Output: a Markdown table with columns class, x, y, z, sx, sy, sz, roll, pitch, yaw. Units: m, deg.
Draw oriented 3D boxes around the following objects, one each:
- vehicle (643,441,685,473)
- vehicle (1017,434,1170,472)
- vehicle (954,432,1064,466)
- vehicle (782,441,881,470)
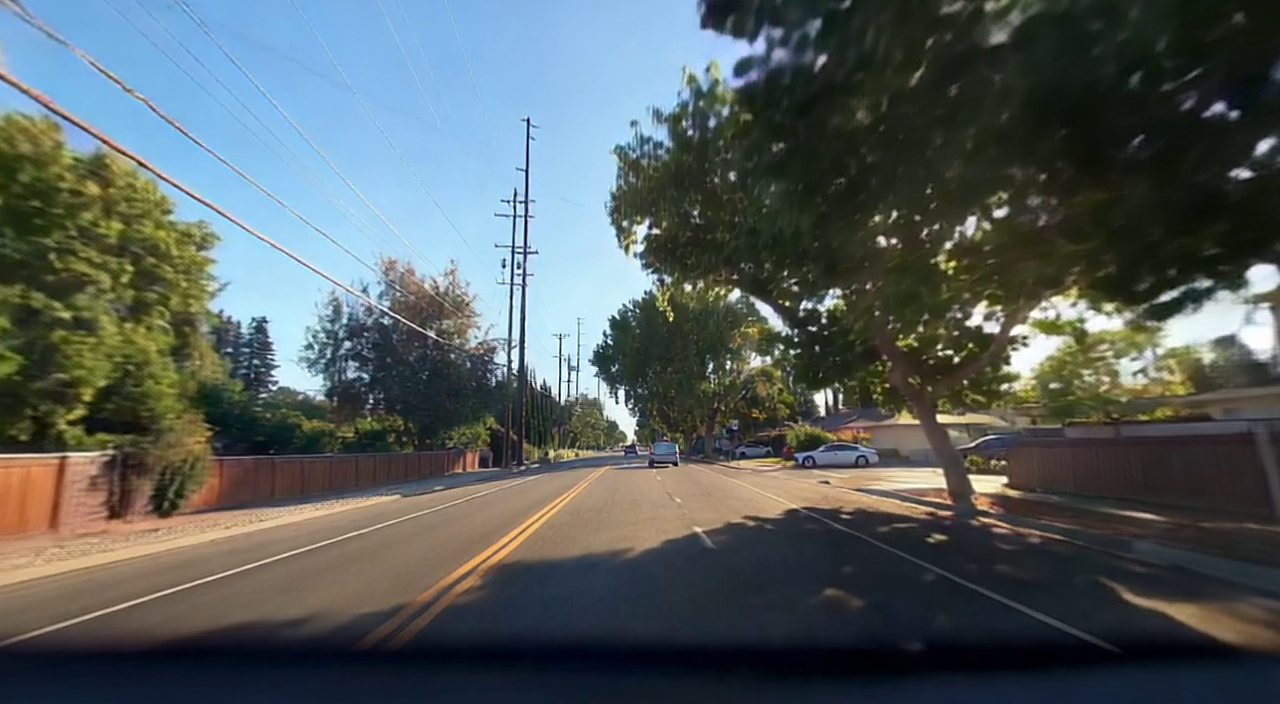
| class | x | y | z | sx | sy | sz | roll | pitch | yaw |
| --- | --- | --- | --- | --- | --- | --- | --- | --- | --- |
| vehicle | 1.167 | 5.319 | 32.269 | 1.975 | 1.497 | 3.647 | 0 | -9 | 0 |
| vehicle | 19.303 | 4.327 | 27.063 | 4.869 | 1.477 | 2.076 | -1 | -9 | 2 |
| vehicle | 19.571 | 5.185 | 33.696 | 4.566 | 1.691 | 1.996 | 0 | -9 | 0 |
| vehicle | 9.941 | 5.396 | 33.094 | 4.511 | 1.473 | 1.962 | 0 | -8 | -2 |
